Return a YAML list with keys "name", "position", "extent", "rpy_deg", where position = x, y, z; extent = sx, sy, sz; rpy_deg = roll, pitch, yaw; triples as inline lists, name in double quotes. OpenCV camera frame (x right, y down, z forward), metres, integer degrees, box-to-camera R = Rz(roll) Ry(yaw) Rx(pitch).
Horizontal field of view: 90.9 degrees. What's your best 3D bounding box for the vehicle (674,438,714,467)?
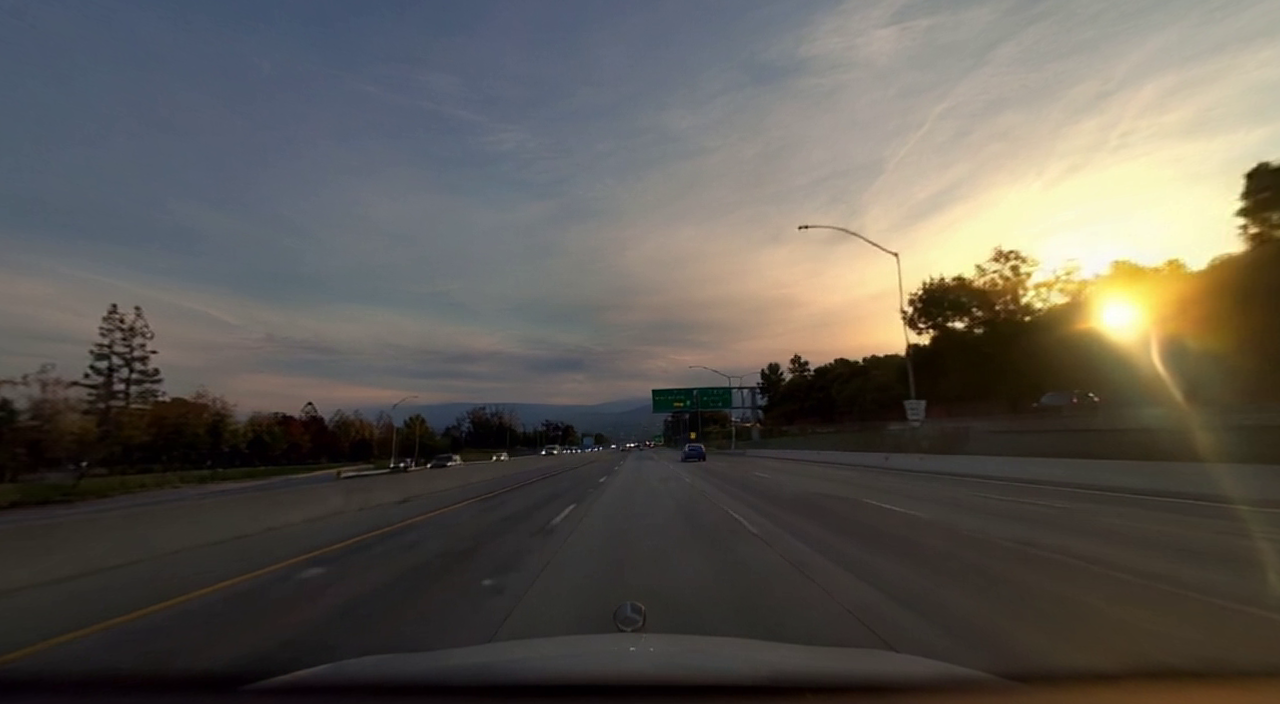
- name: "vehicle"
  position: [3.406, 6.469, 40.604]
  extent: [2.099, 1.748, 4.331]
  rpy_deg: [0, -8, -2]
